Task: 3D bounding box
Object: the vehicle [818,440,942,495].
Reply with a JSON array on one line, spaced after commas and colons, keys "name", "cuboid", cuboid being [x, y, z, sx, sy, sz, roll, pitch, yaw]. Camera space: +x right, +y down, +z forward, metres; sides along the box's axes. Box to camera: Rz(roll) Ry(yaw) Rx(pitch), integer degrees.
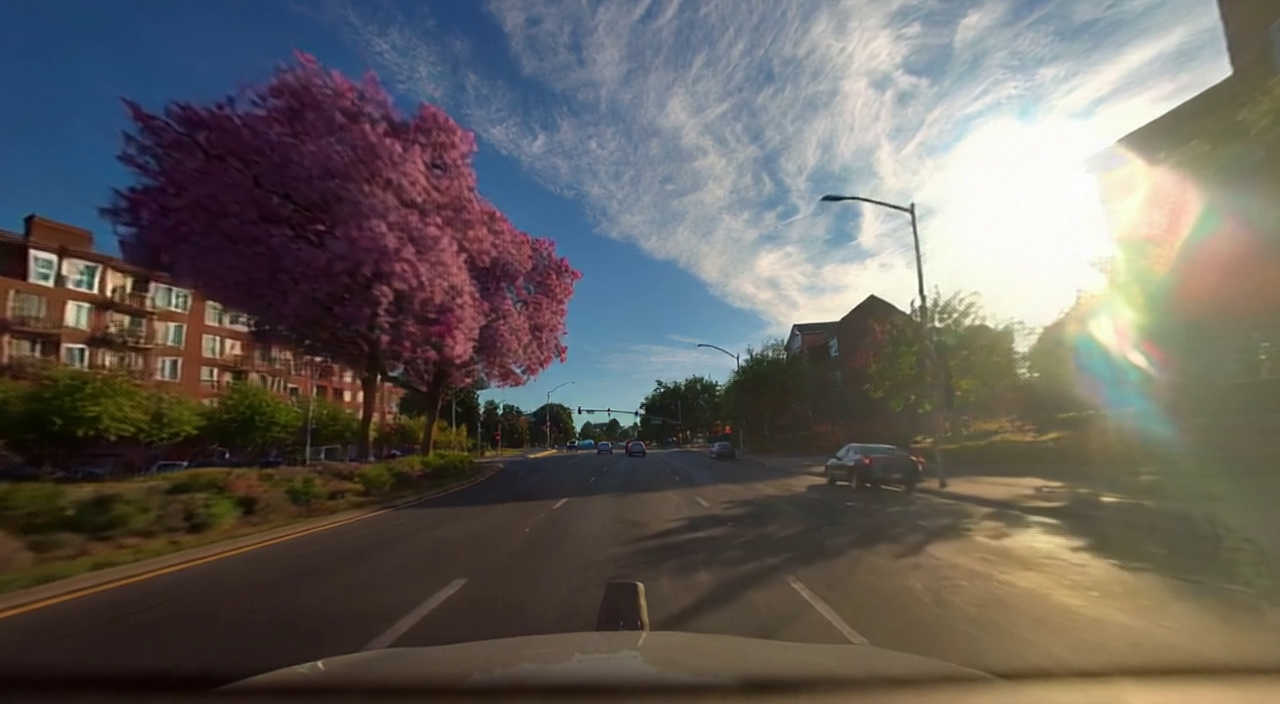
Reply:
[{"name": "vehicle", "cuboid": [7.004, 3.401, 19.017, 2.032, 1.449, 4.413, 0, -9, 1]}]
